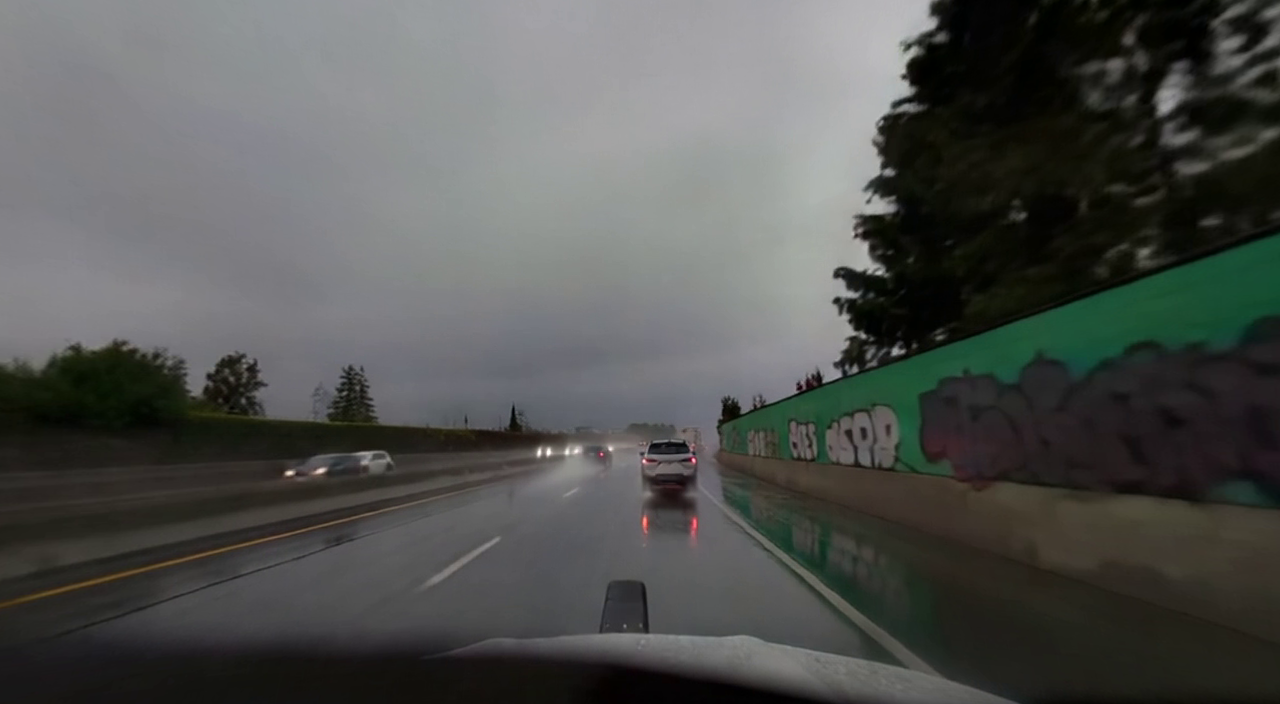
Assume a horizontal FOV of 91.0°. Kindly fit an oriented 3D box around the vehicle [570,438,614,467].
[{"bbox_3d":[-2.691,5.734,36.163,2.105,1.571,3.727,-1,-8,3],"label":"vehicle"}]

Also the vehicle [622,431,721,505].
[{"bbox_3d":[0.679,2.733,15.222,2.077,1.533,3.854,0,-8,1],"label":"vehicle"}]

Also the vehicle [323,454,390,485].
[{"bbox_3d":[-14.255,5.880,31.804,1.684,1.412,3.399,0,-8,2],"label":"vehicle"}]
